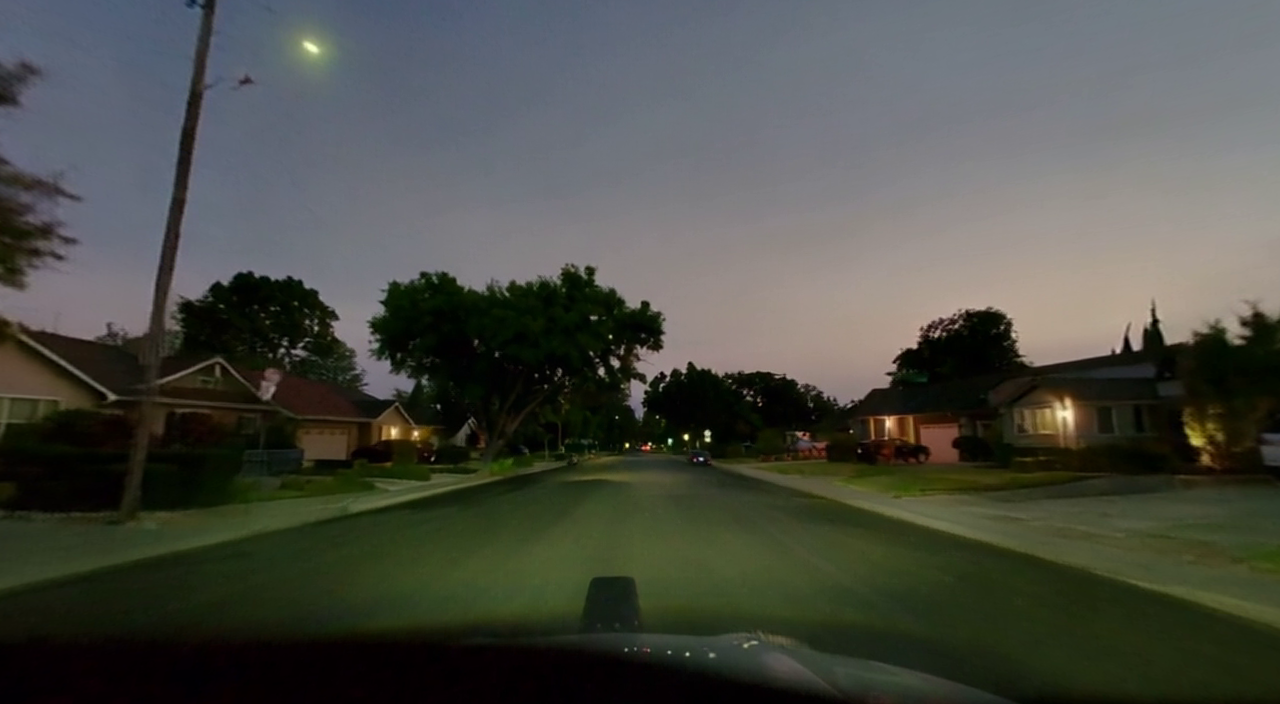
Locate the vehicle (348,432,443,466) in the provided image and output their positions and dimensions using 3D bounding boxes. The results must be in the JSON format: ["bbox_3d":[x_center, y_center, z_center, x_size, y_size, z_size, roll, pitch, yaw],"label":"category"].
[{"bbox_3d":[-15.291,6.119,39.638,5.003,1.805,2.041,10,-13,-37],"label":"vehicle"}]

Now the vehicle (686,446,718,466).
[{"bbox_3d":[4.647,7.865,47.807,1.893,1.454,4.219,0,-9,-1],"label":"vehicle"}]

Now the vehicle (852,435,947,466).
[{"bbox_3d":[14.197,5.363,34.674,4.391,1.555,1.953,1,-7,-12],"label":"vehicle"}]
